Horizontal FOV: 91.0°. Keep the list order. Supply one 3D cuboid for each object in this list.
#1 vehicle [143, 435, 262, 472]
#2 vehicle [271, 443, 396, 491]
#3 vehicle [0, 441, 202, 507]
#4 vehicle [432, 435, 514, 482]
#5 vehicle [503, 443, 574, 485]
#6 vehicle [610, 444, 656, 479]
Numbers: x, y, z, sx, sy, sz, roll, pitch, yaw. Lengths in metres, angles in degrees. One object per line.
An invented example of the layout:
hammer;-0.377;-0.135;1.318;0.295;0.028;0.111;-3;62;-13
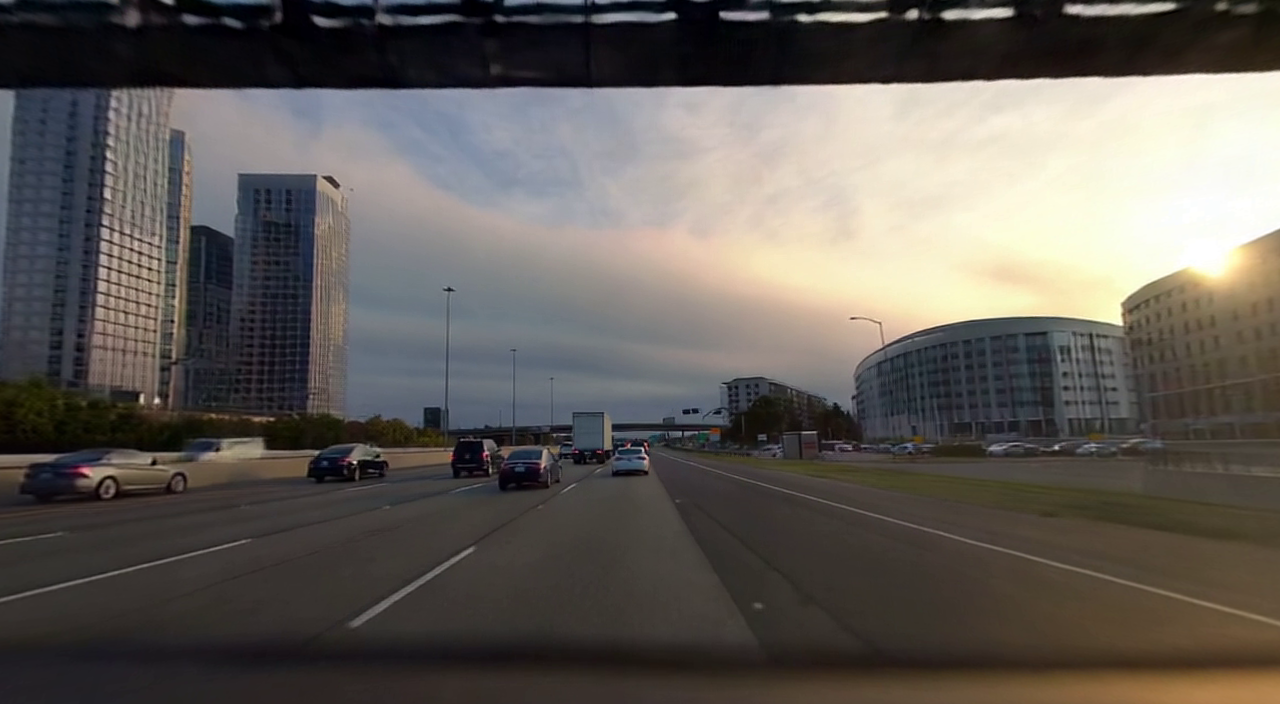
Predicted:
vehicle;-23.215;5.421;33.811;2.245;1.759;5.725;0;-9;1
vehicle;-10.666;4.007;22.399;1.987;1.495;4.710;0;-9;1
vehicle;-14.455;3.168;16.866;1.948;1.483;4.814;0;-9;0
vehicle;-7.142;4.613;27.537;2.190;1.821;4.800;0;-9;1
vehicle;-3.895;4.379;24.898;2.016;1.497;4.235;0;-9;1
vehicle;-0.286;5.048;29.289;1.991;1.488;3.922;0;-9;0
